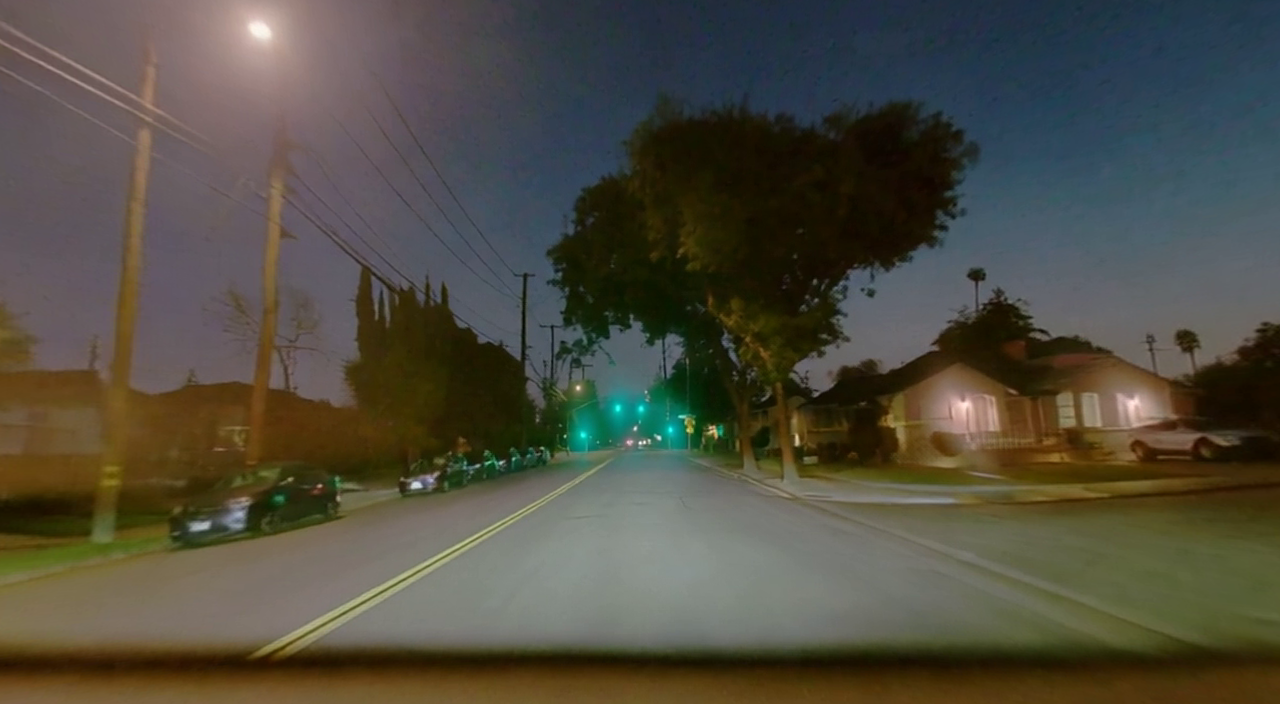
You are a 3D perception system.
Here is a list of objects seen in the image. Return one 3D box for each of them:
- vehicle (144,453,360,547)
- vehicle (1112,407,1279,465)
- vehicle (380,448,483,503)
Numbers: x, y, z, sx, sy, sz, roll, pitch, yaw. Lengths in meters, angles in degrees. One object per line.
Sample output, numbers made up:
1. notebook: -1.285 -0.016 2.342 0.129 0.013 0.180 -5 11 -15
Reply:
1. vehicle: -7.512 2.850 12.787 1.949 1.512 3.818 0 -8 -1
2. vehicle: 17.369 2.544 19.308 1.883 1.498 5.152 -2 -7 0
3. vehicle: -7.364 4.349 22.832 1.839 1.494 4.757 -8 -9 2
